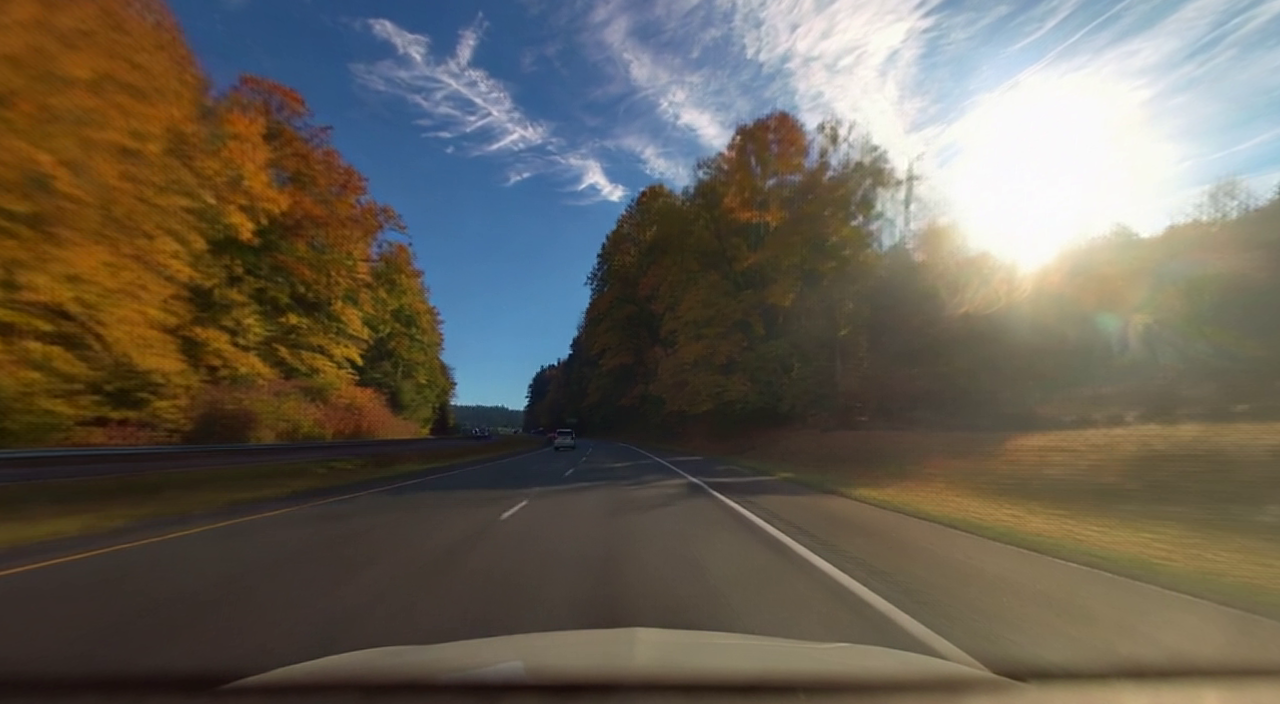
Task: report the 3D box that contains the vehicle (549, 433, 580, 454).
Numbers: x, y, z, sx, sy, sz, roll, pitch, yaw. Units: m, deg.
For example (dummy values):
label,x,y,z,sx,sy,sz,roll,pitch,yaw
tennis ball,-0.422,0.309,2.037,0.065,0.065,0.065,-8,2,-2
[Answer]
label,x,y,z,sx,sy,sz,roll,pitch,yaw
vehicle,-5.924,7.257,49.805,2.073,1.559,4.393,0,-8,-3
